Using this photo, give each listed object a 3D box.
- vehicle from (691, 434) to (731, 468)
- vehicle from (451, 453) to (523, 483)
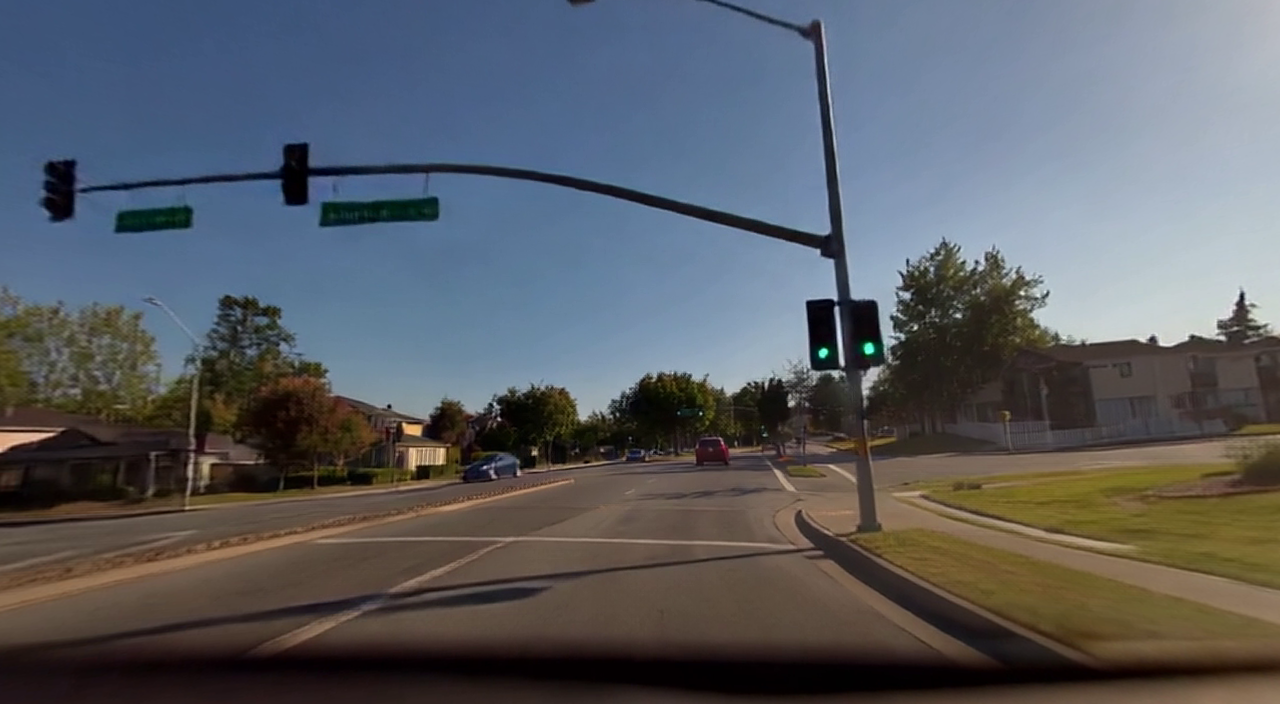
[{"bbox_3d":[4.392,5.964,38.140,2.059,1.908,4.714,-2,-9,10],"label":"vehicle"},{"bbox_3d":[-8.331,6.338,34.781,1.916,1.484,4.867,-2,-9,12],"label":"vehicle"}]
